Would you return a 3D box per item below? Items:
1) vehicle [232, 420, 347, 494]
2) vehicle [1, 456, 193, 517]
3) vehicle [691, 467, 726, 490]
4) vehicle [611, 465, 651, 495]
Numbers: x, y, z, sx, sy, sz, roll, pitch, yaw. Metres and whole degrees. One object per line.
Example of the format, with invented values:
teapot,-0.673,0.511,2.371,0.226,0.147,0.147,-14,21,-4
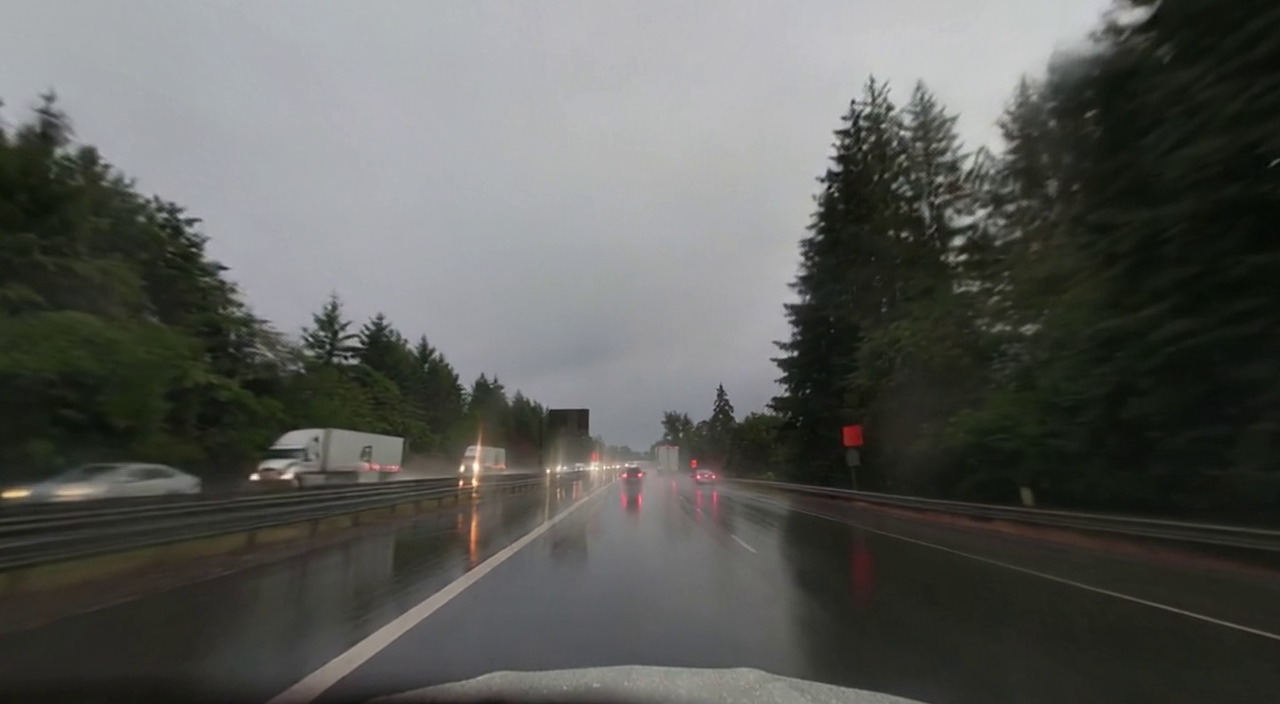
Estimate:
vehicle,-20.279,6.200,36.985,2.958,3.951,6.109,0,-10,0
vehicle,-15.921,3.961,18.855,1.841,1.543,4.286,1,-10,0
vehicle,4.909,9.159,45.763,1.897,1.476,4.334,1,-10,-2
vehicle,-0.472,6.713,33.340,2.010,1.436,3.973,1,-10,-1
